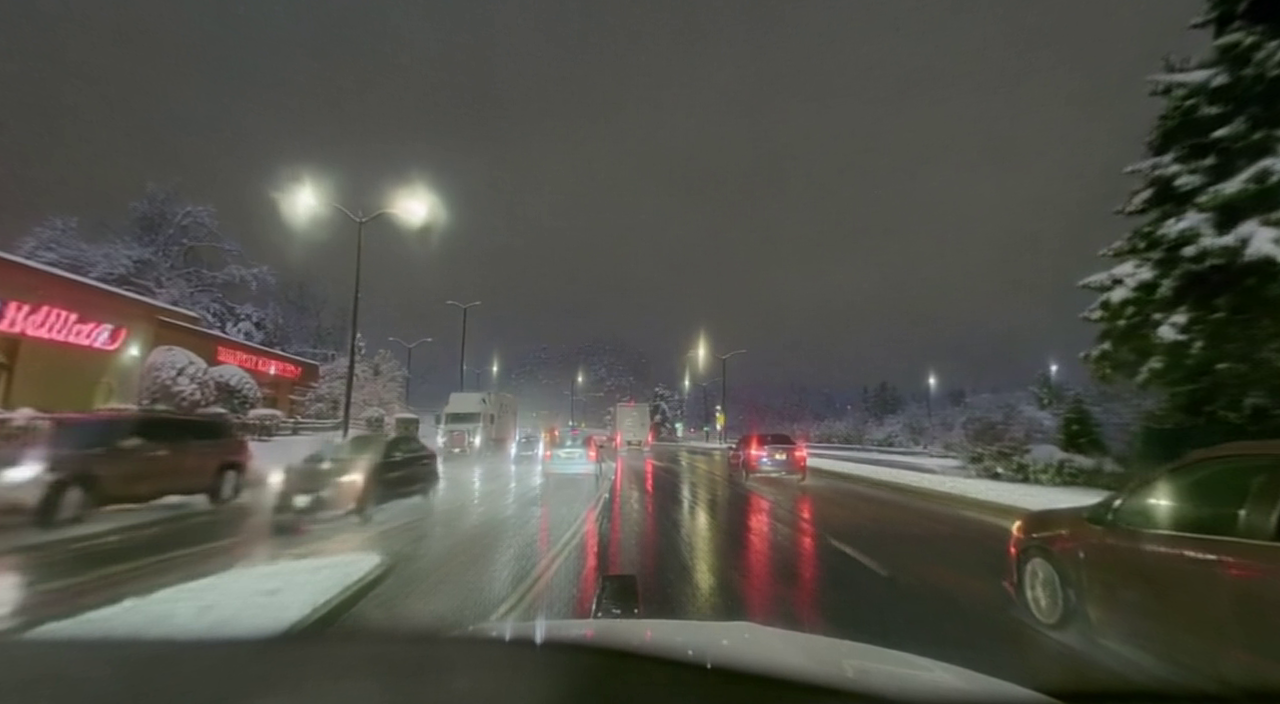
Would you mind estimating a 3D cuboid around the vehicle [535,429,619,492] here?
[{"bbox_3d":[-1.609,2.816,16.790,1.991,1.472,3.518,1,-8,-4],"label":"vehicle"}]

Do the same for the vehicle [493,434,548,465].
[{"bbox_3d":[-5.807,4.780,31.219,1.964,1.428,4.481,0,-8,-2],"label":"vehicle"}]

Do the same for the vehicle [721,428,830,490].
[{"bbox_3d":[3.542,2.857,17.231,1.889,1.480,3.876,1,-8,-4],"label":"vehicle"}]

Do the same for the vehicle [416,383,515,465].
[{"bbox_3d":[-9.168,4.065,34.582,2.986,3.821,10.059,0,-8,-3],"label":"vehicle"}]

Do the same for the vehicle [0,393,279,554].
[{"bbox_3d":[-8.654,1.838,10.430,2.165,1.966,5.251,0,-8,1],"label":"vehicle"}]

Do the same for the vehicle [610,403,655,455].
[{"bbox_3d":[-0.638,5.649,45.902,2.917,3.482,6.946,1,-8,-4],"label":"vehicle"}]

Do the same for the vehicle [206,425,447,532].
[{"bbox_3d":[-5.204,2.120,11.340,2.026,1.520,4.475,0,-8,0],"label":"vehicle"}]

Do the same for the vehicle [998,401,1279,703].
[{"bbox_3d":[3.432,0.831,1.795,2.081,1.434,4.833,0,-8,1],"label":"vehicle"}]
